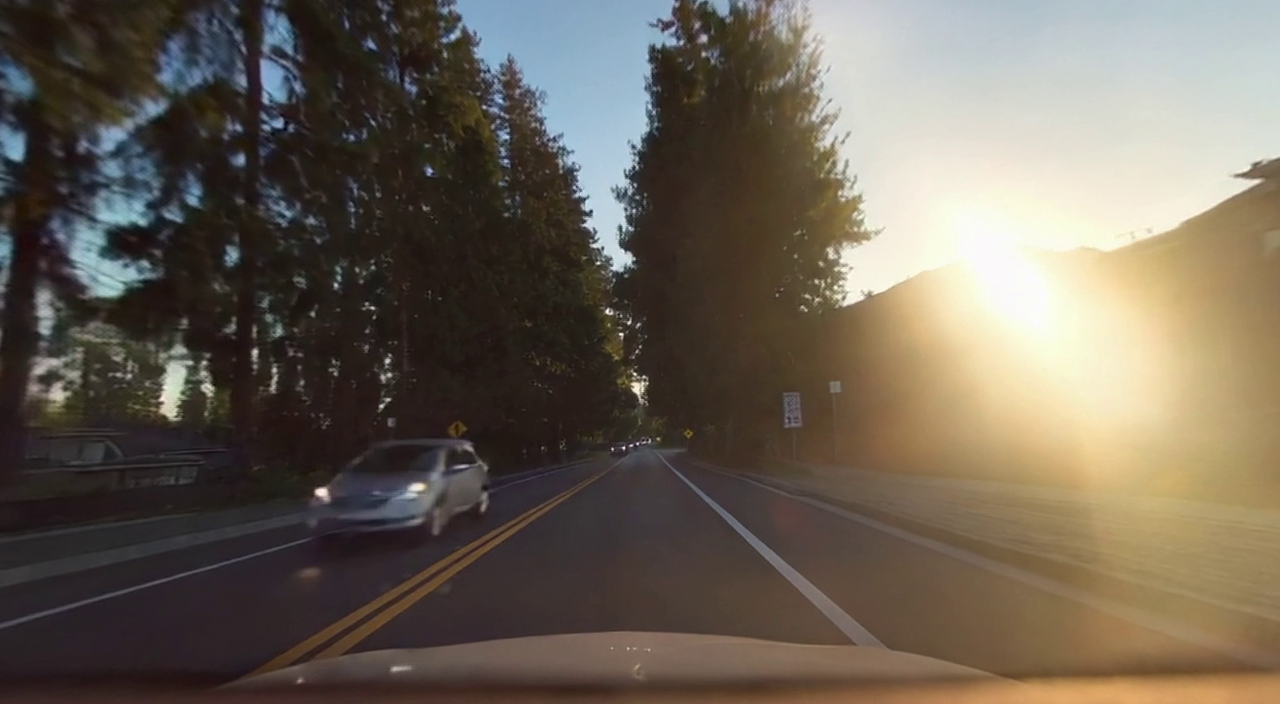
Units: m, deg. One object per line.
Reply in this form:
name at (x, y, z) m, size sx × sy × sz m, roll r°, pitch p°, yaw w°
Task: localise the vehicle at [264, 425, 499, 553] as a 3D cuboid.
vehicle at (-4.190, 2.281, 11.357) m, size 2.124 × 1.754 × 4.791 m, roll -1°, pitch -8°, yaw 1°
